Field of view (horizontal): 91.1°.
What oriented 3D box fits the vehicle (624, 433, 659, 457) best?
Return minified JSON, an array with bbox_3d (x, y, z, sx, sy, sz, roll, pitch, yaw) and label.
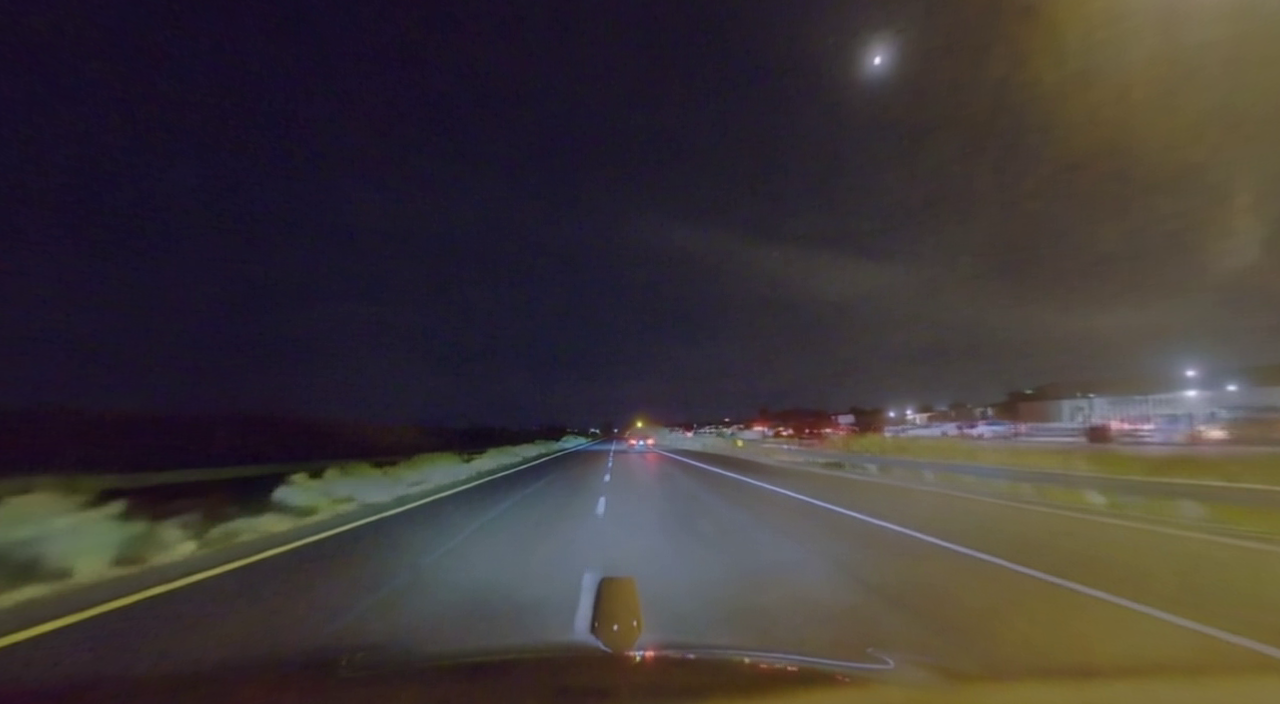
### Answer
[{"bbox_3d":[0.053,6.062,41.128,2.037,1.504,4.248,0,-8,-3],"label":"vehicle"}]
